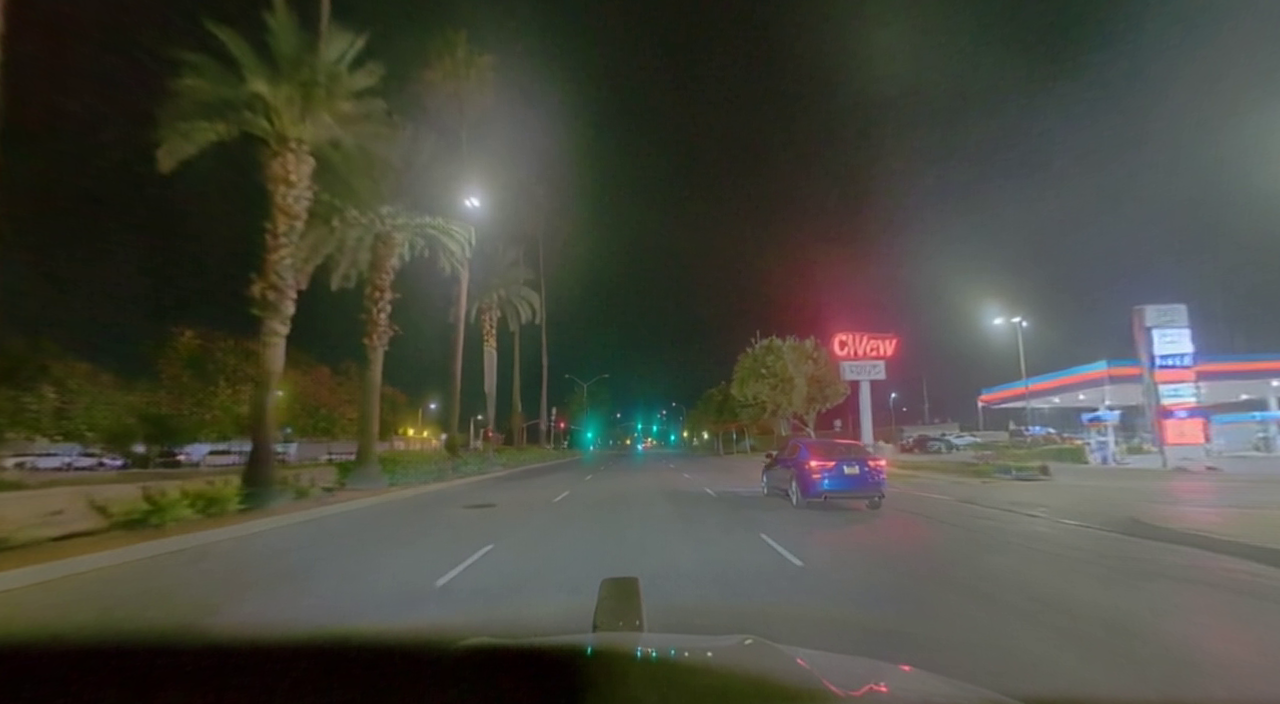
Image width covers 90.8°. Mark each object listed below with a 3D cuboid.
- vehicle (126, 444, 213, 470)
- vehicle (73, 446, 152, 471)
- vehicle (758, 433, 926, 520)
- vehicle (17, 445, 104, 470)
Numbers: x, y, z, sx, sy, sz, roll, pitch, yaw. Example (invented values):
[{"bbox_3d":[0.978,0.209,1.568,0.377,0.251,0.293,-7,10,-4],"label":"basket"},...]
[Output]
[{"bbox_3d":[-33.343,7.441,44.975,2.347,1.610,4.867,-1,-7,1],"label":"vehicle"},{"bbox_3d":[-37.379,7.539,44.920,2.052,1.645,4.225,0,-9,-2],"label":"vehicle"},{"bbox_3d":[3.823,2.404,12.851,1.978,1.442,4.262,0,-8,0],"label":"vehicle"},{"bbox_3d":[-40.971,7.479,44.823,1.943,1.625,4.413,-1,-9,0],"label":"vehicle"}]
